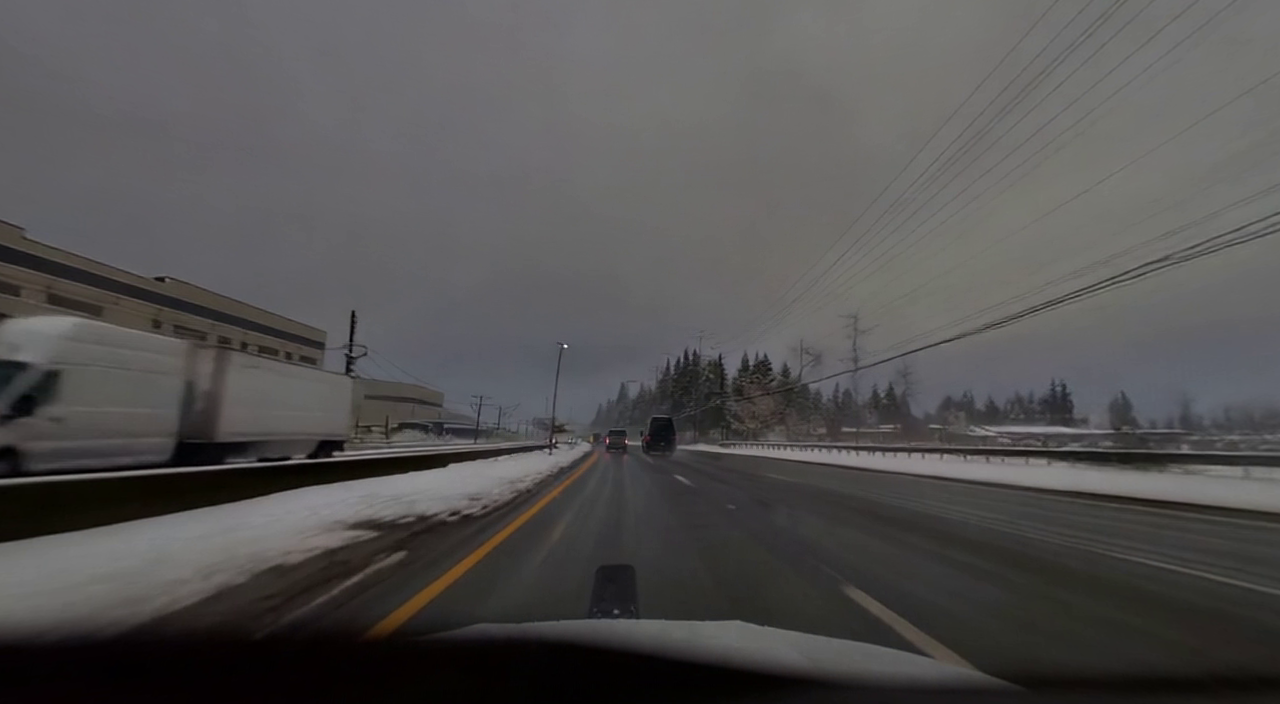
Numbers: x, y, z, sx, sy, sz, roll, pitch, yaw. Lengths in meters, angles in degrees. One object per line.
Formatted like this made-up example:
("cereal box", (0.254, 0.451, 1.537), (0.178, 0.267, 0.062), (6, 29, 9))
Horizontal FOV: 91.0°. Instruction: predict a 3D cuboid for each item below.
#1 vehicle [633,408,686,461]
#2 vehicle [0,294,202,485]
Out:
("vehicle", (1.151, 5.478, 41.683), (2.713, 3.140, 6.640), (0, -8, -5))
("vehicle", (-14.954, 1.186, 16.151), (2.980, 4.019, 6.068), (0, -8, -1))
